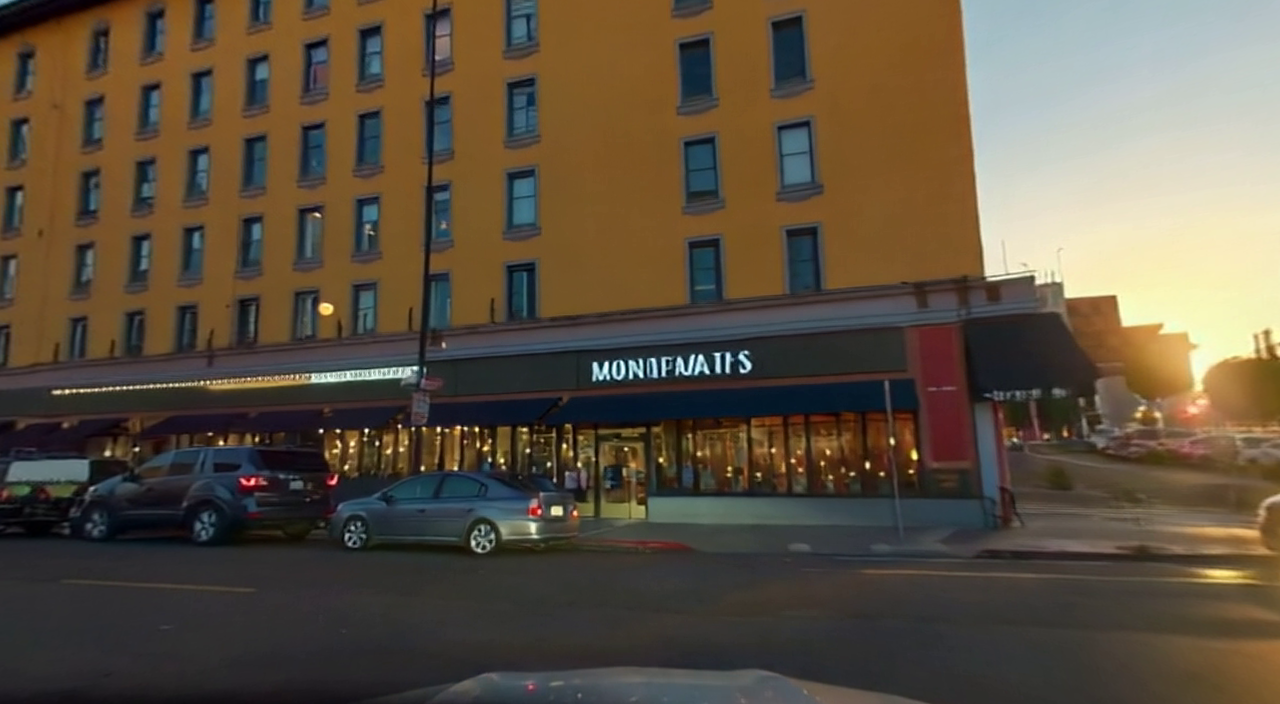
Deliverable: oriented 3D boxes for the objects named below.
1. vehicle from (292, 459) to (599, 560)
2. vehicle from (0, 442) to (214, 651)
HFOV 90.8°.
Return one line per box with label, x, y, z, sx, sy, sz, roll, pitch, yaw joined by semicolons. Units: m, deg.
vehicle;-3.305;2.610;10.986;4.830;1.421;1.826;-3;-9;16
vehicle;-6.379;1.560;5.705;4.330;1.458;1.932;-3;-9;20
